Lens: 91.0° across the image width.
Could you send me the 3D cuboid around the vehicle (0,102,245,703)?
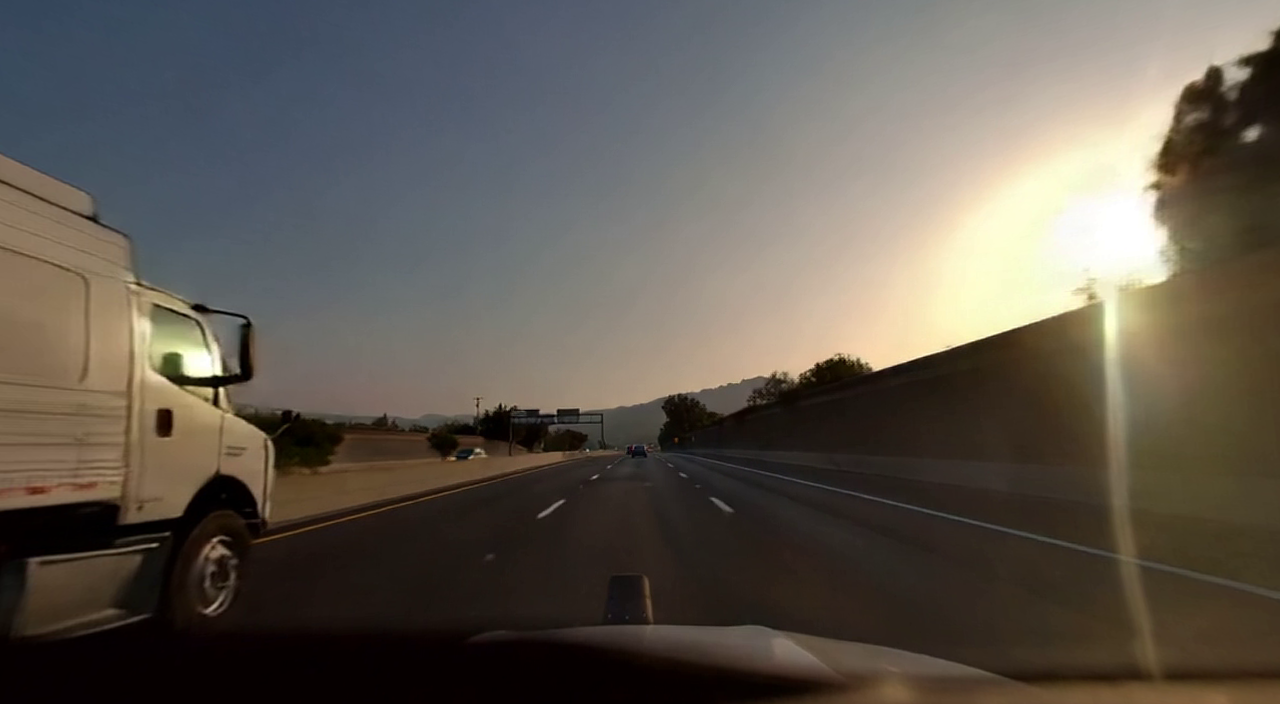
[{"bbox_3d":[-3.841,0.001,0.634,2.443,2.586,6.701,0,-8,0],"label":"vehicle"}]
